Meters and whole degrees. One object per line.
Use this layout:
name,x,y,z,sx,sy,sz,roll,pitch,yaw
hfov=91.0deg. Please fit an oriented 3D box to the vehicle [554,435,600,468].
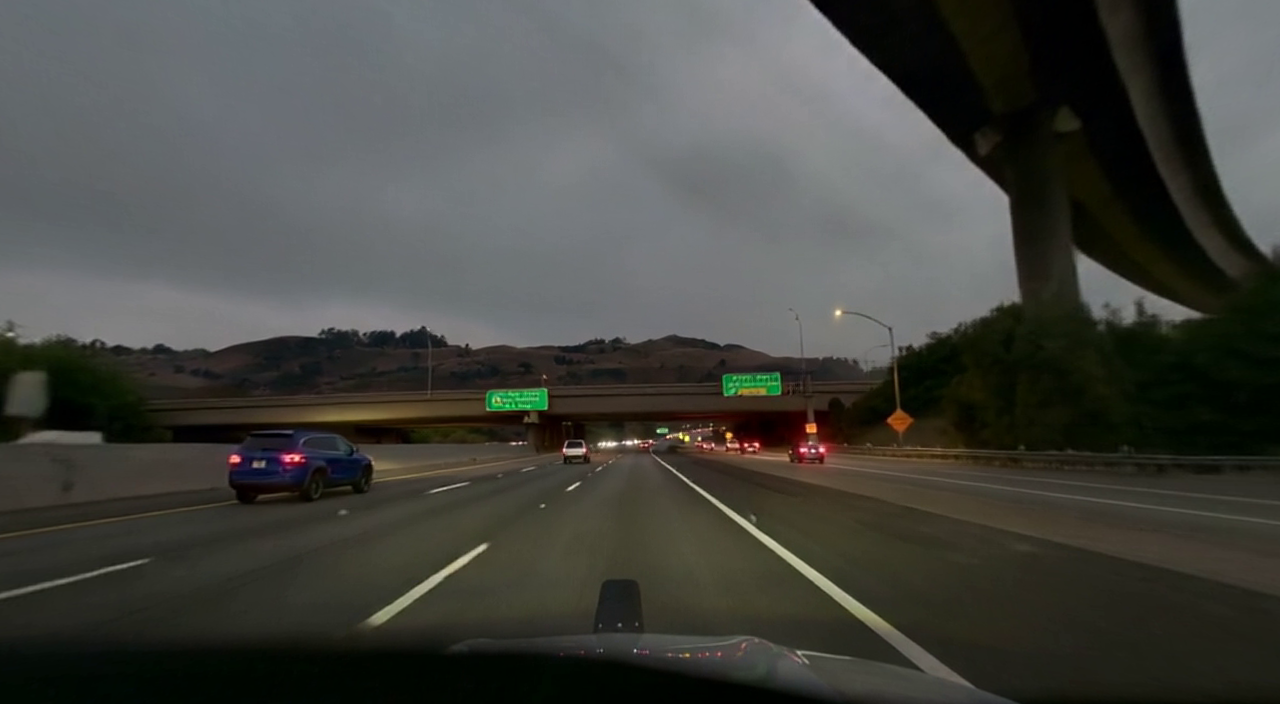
vehicle,-3.691,5.918,37.586,2.144,1.847,4.850,0,-8,1

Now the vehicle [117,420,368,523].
vehicle,-7.683,2.354,12.933,2.092,1.712,4.627,0,-9,0

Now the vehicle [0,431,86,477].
vehicle,-30.084,4.801,29.779,2.289,2.053,5.948,0,-9,1
